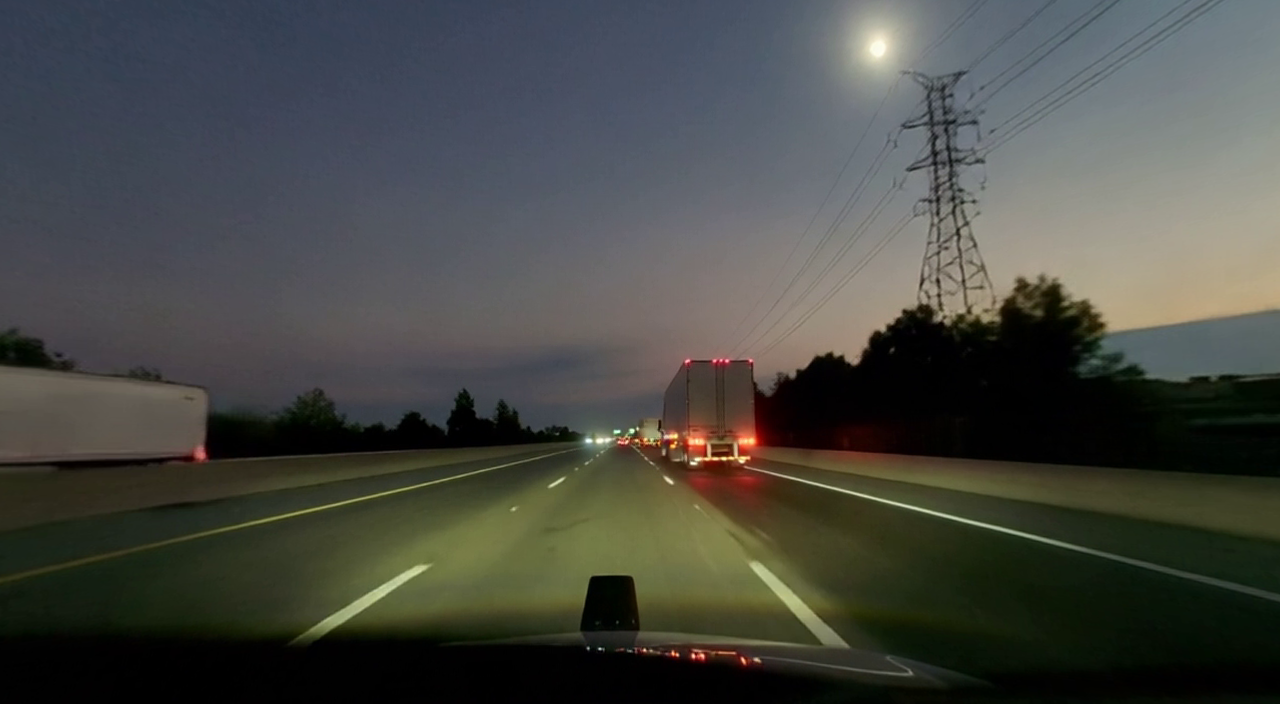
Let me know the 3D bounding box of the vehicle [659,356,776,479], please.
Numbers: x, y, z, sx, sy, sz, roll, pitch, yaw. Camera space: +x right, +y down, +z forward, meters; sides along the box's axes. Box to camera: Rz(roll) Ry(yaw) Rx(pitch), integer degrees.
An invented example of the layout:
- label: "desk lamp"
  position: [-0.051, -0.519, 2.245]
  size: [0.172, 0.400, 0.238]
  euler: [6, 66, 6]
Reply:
- label: "vehicle"
  position: [2.784, 3.132, 28.161]
  size: [2.905, 4.080, 14.157]
  euler: [0, -8, -2]

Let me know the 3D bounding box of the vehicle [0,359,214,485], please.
- label: "vehicle"
  position: [-20.275, 2.282, 20.065]
  size: [3.034, 3.645, 15.090]
  euler: [0, -8, 0]
